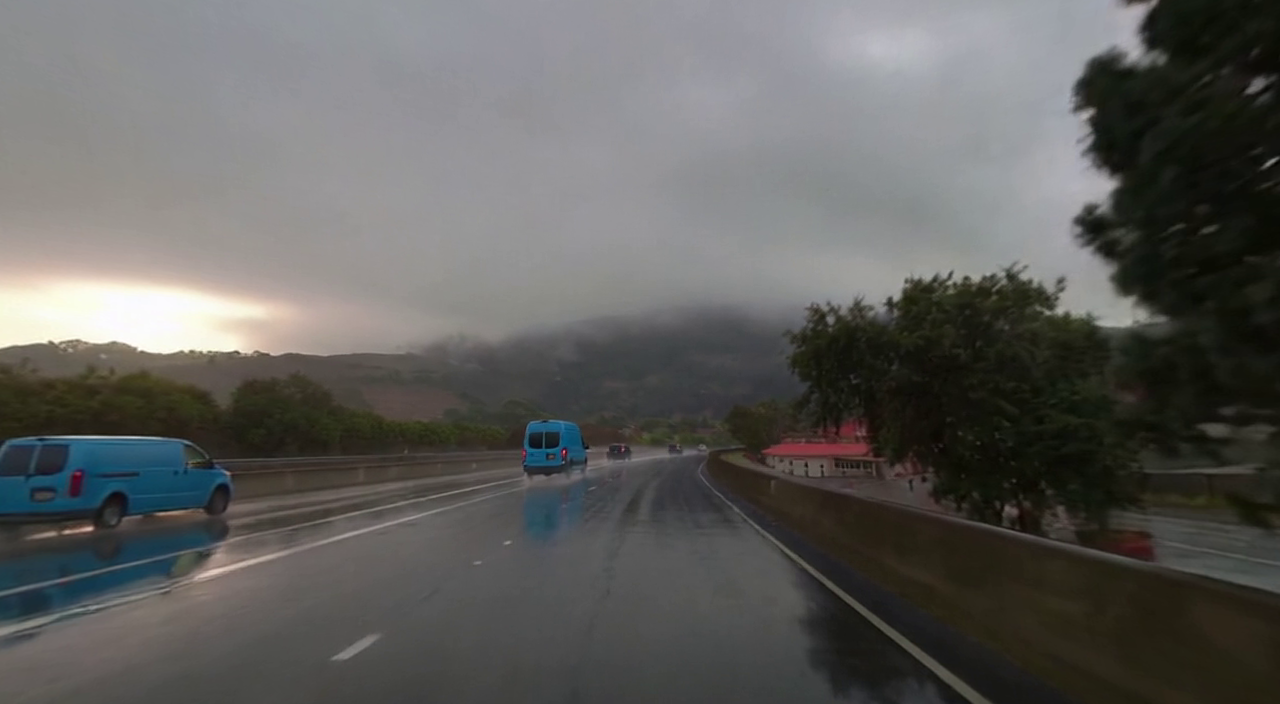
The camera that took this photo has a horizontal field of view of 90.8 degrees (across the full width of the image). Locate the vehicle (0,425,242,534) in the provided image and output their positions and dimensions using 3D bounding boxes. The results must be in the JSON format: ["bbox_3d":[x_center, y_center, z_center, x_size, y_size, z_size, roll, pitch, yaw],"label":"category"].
[{"bbox_3d":[-9.412,2.125,11.158,1.821,1.524,4.342,0,-8,1],"label":"vehicle"}]

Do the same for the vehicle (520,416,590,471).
[{"bbox_3d":[-4.536,5.077,35.026,2.314,2.703,6.441,-1,-8,6],"label":"vehicle"}]
